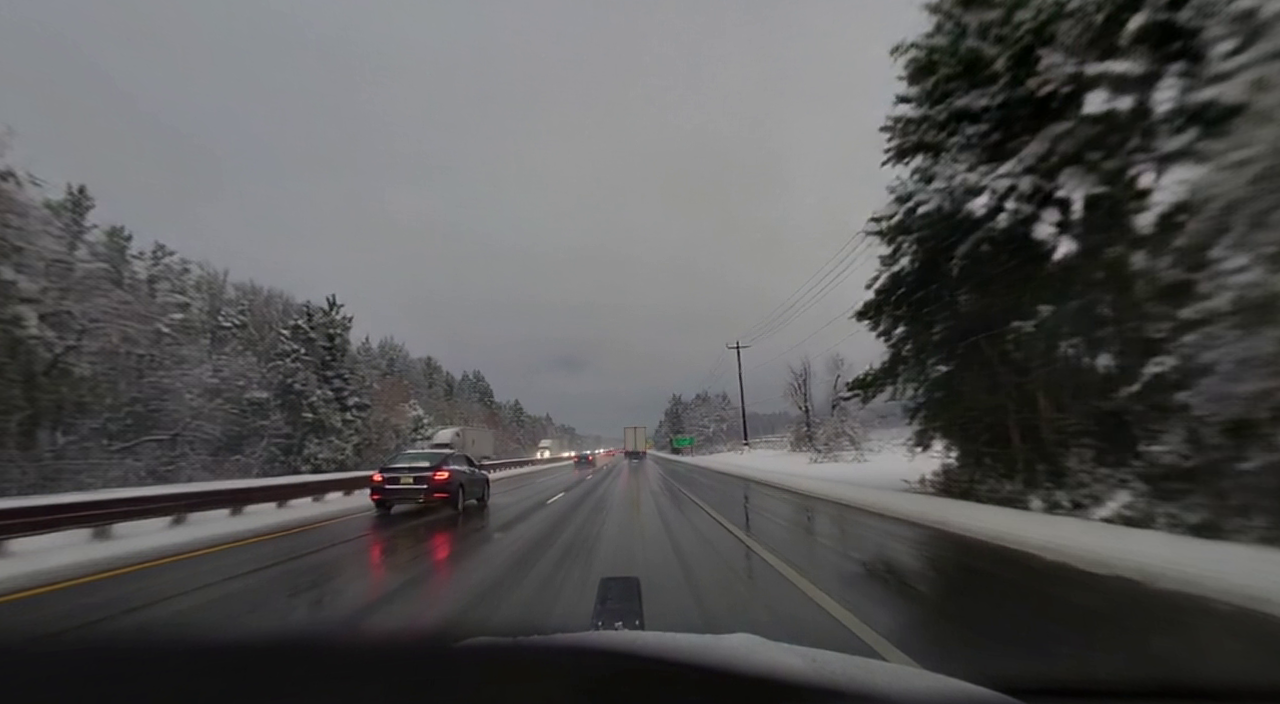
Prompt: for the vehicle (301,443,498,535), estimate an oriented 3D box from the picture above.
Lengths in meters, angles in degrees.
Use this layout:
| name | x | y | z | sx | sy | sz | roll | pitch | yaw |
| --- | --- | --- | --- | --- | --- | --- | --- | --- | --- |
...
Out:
| name | x | y | z | sx | sy | sz | roll | pitch | yaw |
| --- | --- | --- | --- | --- | --- | --- | --- | --- | --- |
| vehicle | -4.365 | 2.555 | 12.384 | 2.106 | 1.445 | 4.404 | 0 | -9 | 1 |
